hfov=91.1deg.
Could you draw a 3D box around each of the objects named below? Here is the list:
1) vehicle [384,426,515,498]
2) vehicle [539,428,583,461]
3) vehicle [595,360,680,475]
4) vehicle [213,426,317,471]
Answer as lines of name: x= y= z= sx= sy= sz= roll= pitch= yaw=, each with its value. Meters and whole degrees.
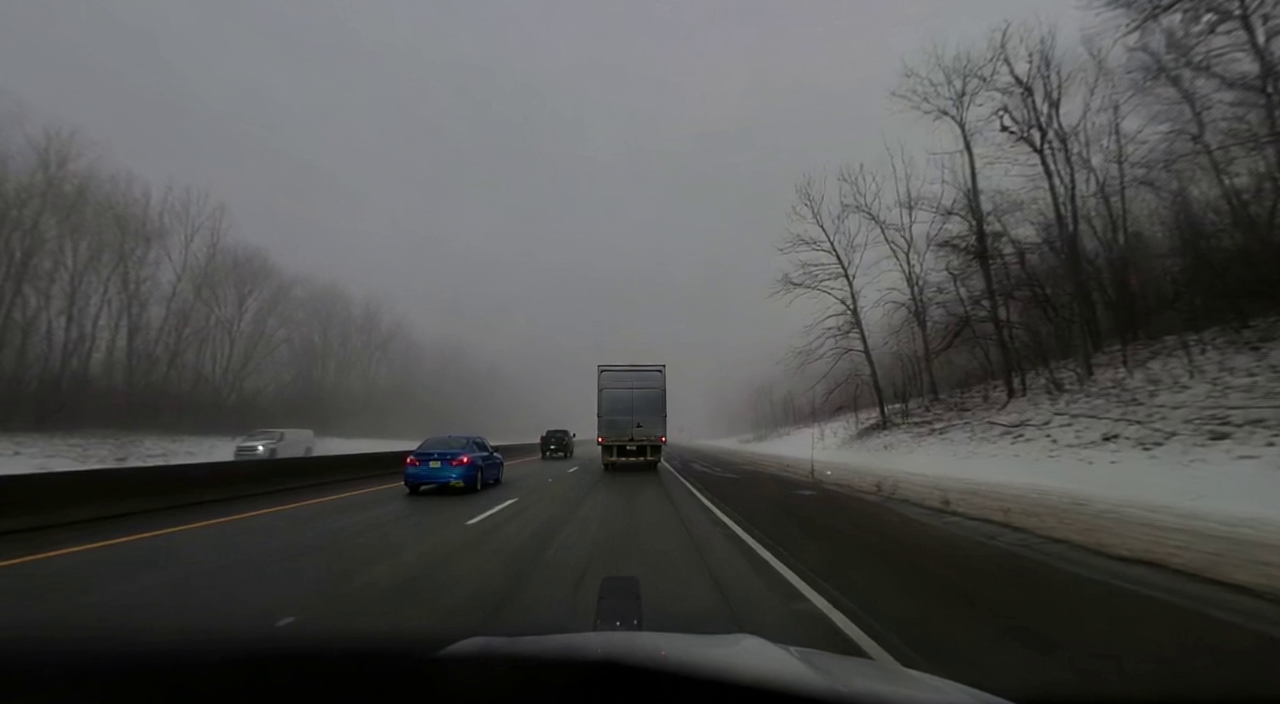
vehicle: x=-4.612 y=2.704 z=15.986 sx=1.931 sy=1.539 sz=4.441 roll=0 pitch=-8 yaw=0
vehicle: x=-4.616 y=5.451 z=37.302 sx=2.019 sy=1.834 sz=4.644 roll=0 pitch=-8 yaw=0
vehicle: x=-0.228 y=2.977 z=27.258 sx=2.953 sy=4.041 sz=10.072 roll=0 pitch=-8 yaw=-2
vehicle: x=-18.617 y=4.797 z=31.550 sx=2.172 sy=2.024 sz=4.847 roll=0 pitch=-8 yaw=1
